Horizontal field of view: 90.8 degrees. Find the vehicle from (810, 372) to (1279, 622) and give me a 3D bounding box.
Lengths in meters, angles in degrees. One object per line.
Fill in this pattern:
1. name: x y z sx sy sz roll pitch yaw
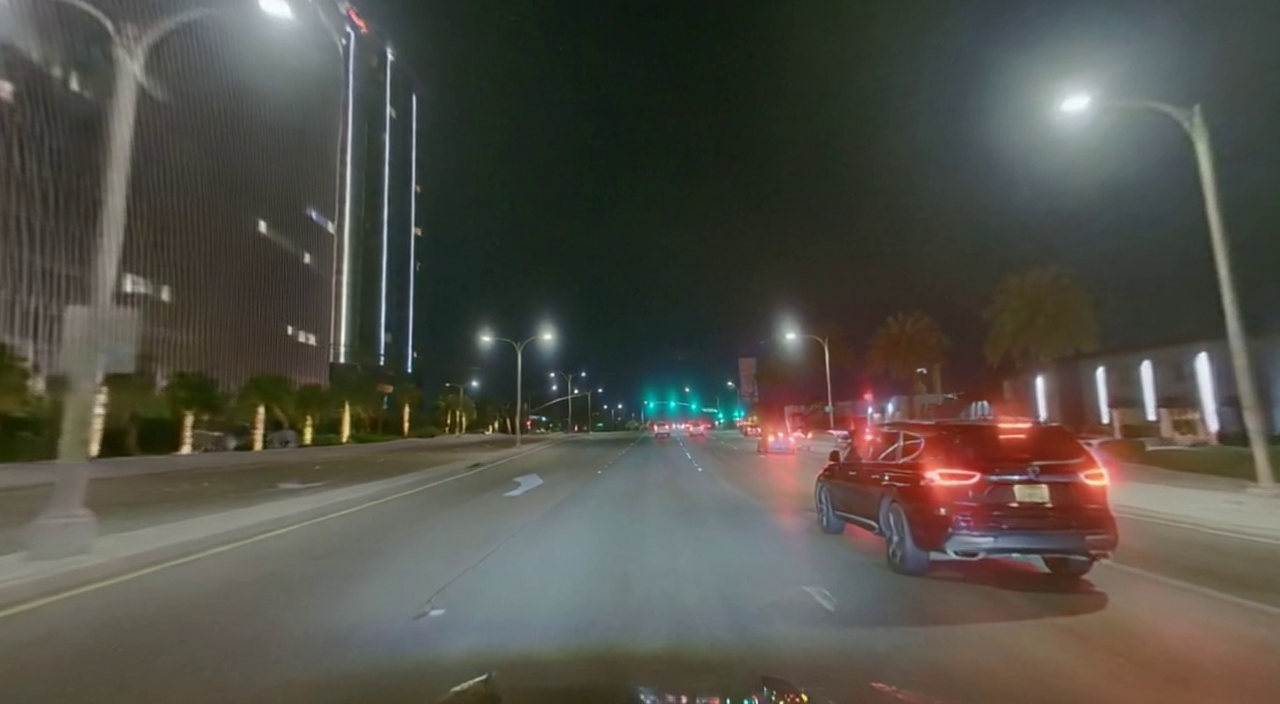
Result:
1. vehicle: 3.661 1.397 6.981 2.219 1.795 4.718 0 -9 0
